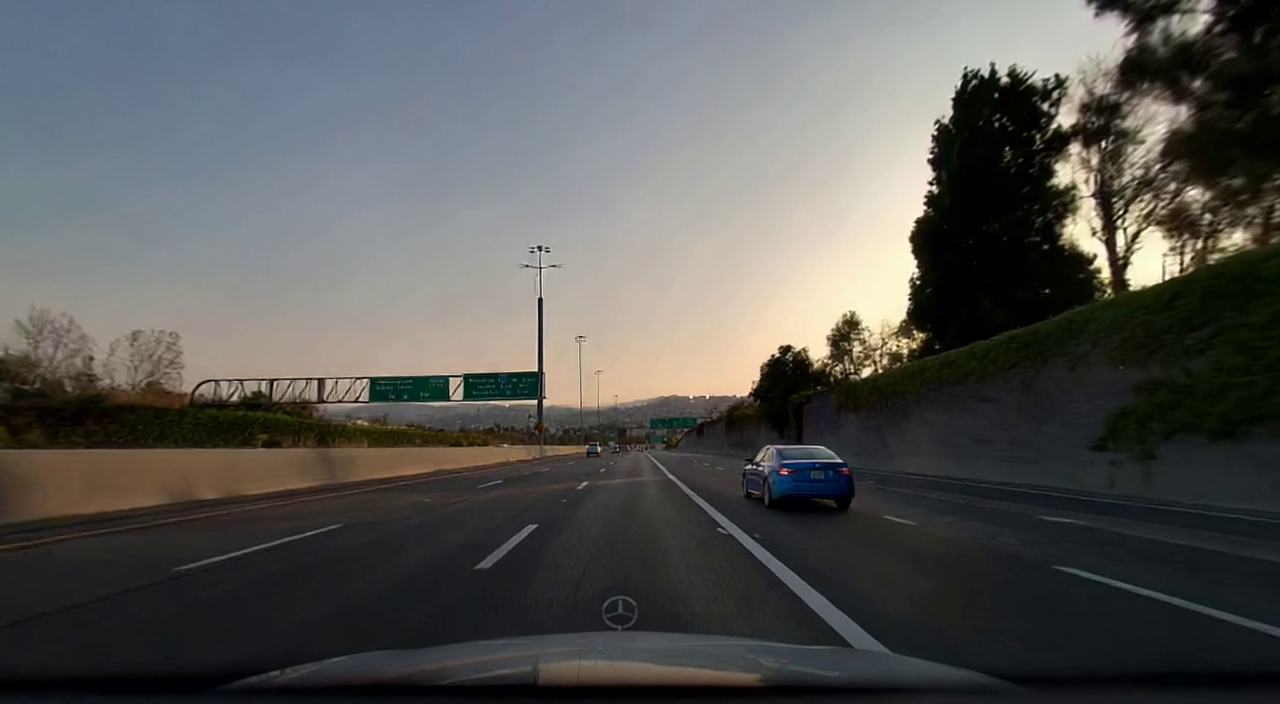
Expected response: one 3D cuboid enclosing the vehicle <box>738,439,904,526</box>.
[{"bbox_3d":[3.491,2.603,13.290,1.989,1.479,4.670,0,-9,-2],"label":"vehicle"}]
